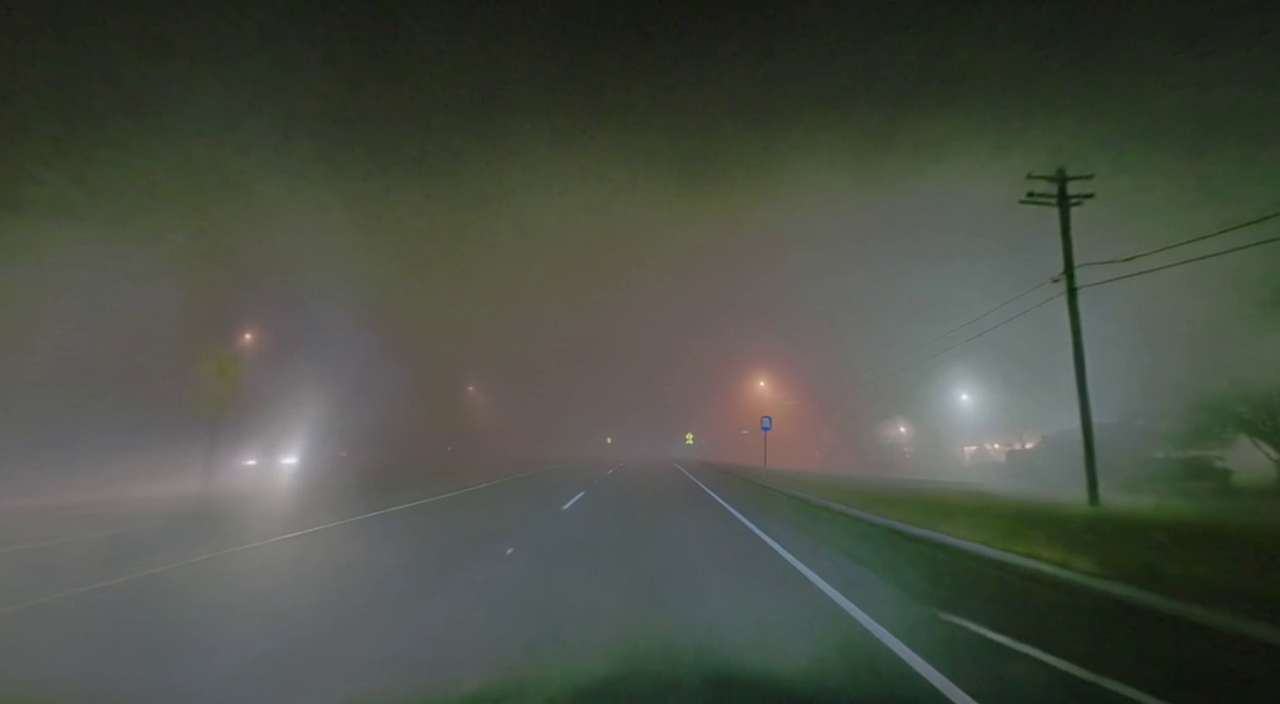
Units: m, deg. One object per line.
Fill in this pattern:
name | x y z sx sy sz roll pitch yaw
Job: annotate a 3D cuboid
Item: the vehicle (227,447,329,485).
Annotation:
vehicle | -15.021 4.720 26.496 1.808 1.466 4.420 0 -9 -2
